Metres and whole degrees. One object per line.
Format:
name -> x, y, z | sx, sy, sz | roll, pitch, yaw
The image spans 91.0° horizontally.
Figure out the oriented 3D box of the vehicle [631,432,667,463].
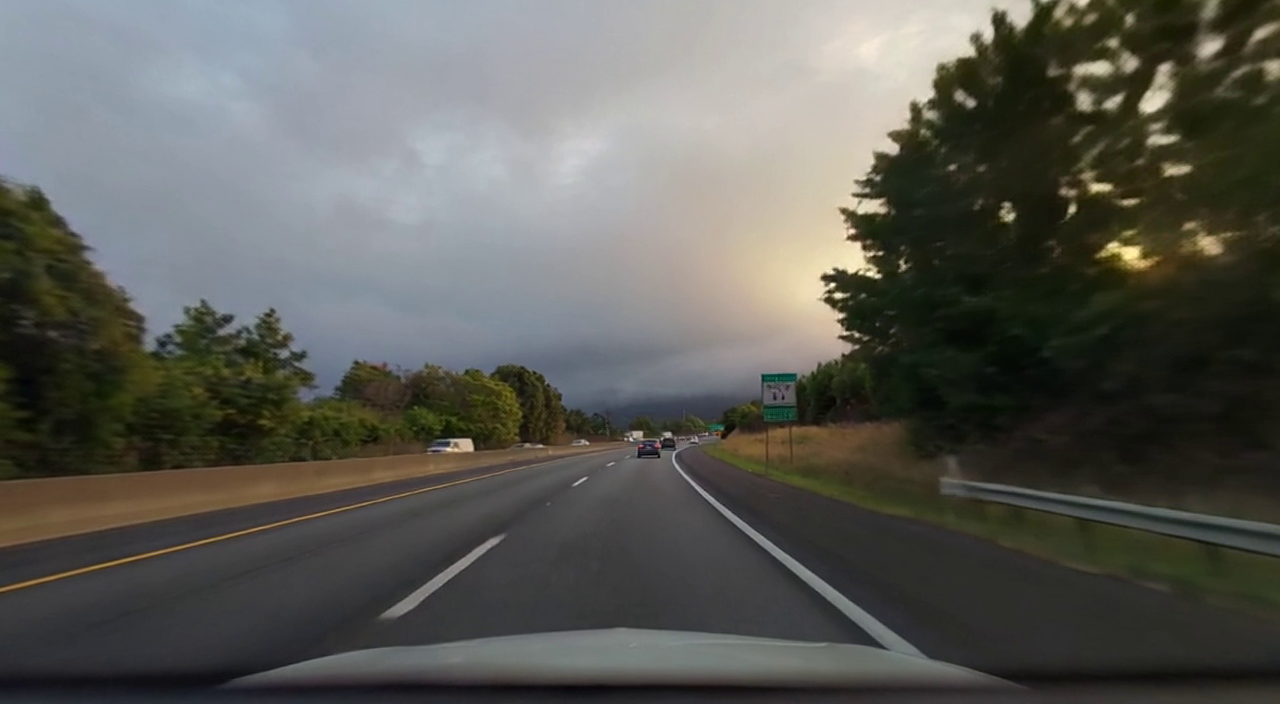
vehicle -> 0.598, 6.177, 40.745 | 2.188, 1.825, 4.282 | -1, -8, 2
